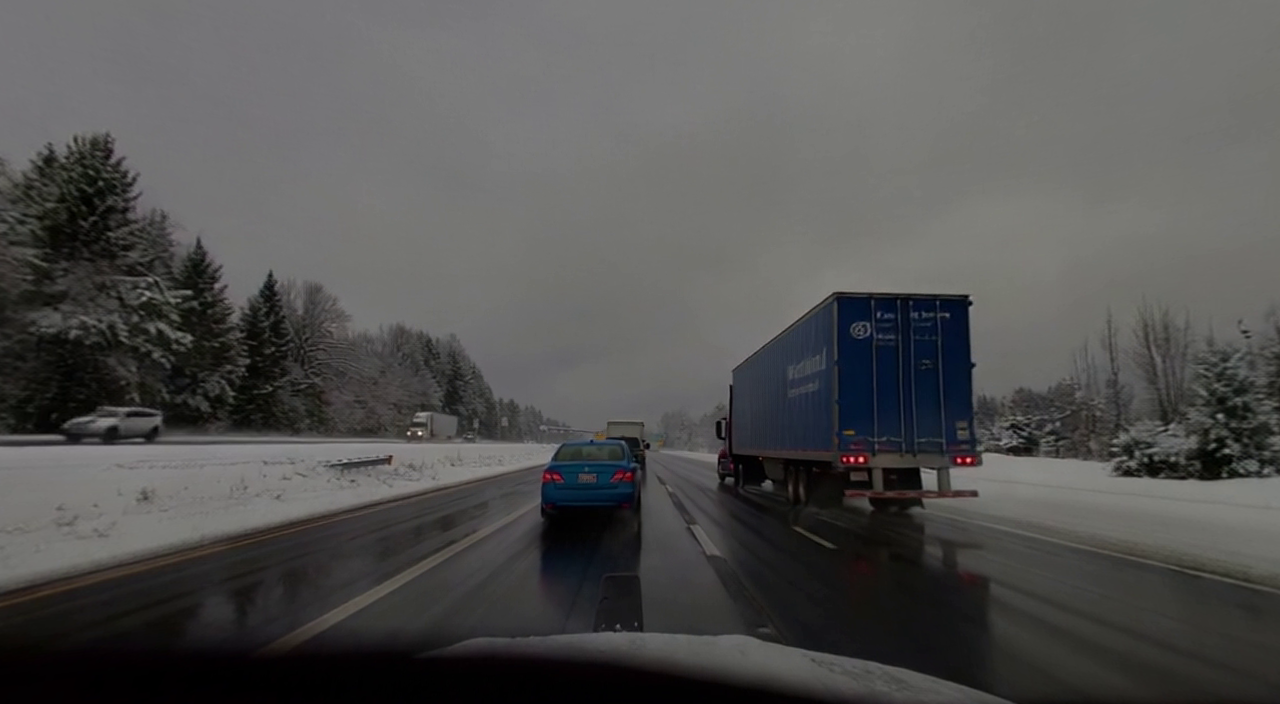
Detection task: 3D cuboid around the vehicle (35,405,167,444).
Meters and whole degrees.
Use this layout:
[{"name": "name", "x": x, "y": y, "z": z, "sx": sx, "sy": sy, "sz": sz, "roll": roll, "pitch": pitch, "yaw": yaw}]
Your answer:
[{"name": "vehicle", "x": -22.601, "y": 3.141, "z": 26.628, "sx": 1.896, "sy": 1.456, "sz": 4.407, "roll": 0, "pitch": -9, "yaw": -4}]

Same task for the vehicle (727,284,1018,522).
[{"name": "vehicle", "x": 4.874, "y": 1.886, "z": 17.712, "sx": 2.825, "sy": 4.043, "sz": 14.051, "roll": 0, "pitch": -9, "yaw": 0}]

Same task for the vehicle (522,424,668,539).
[{"name": "vehicle", "x": -0.647, "y": 2.113, "z": 10.755, "sx": 2.038, "sy": 1.582, "sz": 3.729, "roll": 0, "pitch": -9, "yaw": 0}]
